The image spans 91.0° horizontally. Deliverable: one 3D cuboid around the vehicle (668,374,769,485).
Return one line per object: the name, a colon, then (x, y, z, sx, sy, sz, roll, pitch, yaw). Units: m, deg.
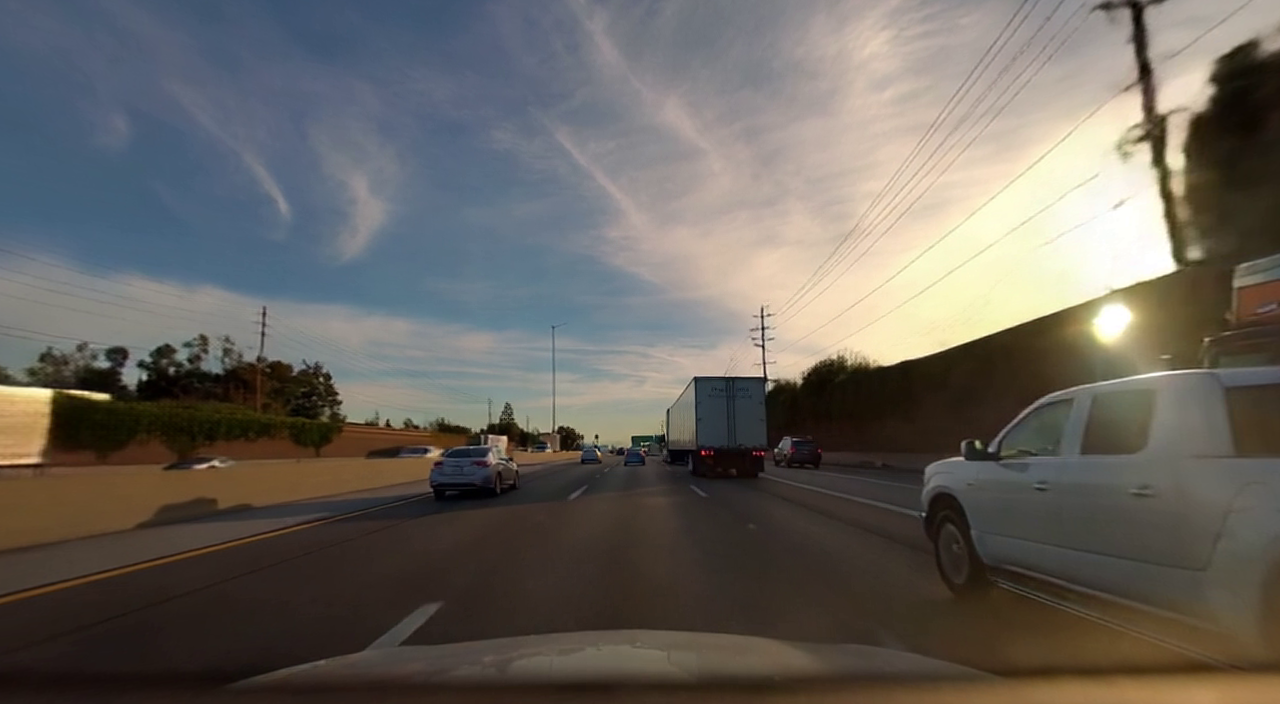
vehicle: (3.302, 4.066, 31.679, 2.907, 4.109, 16.177, 0, -8, 0)

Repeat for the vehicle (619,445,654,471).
vehicle: (-0.154, 6.418, 38.432, 2.047, 1.485, 3.938, 0, -8, 1)

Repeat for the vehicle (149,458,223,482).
vehicle: (-30.805, 7.983, 42.883, 1.956, 1.447, 4.610, 1, -8, -5)

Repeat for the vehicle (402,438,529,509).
vehicle: (-4.137, 2.927, 15.623, 1.968, 1.507, 3.829, 0, -8, 1)

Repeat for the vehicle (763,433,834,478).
vehicle: (7.360, 4.846, 29.790, 2.079, 1.938, 4.630, 0, -8, -1)

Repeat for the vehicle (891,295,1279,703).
vehicle: (3.415, 0.873, 3.255, 2.132, 1.869, 4.978, 0, -8, 0)
